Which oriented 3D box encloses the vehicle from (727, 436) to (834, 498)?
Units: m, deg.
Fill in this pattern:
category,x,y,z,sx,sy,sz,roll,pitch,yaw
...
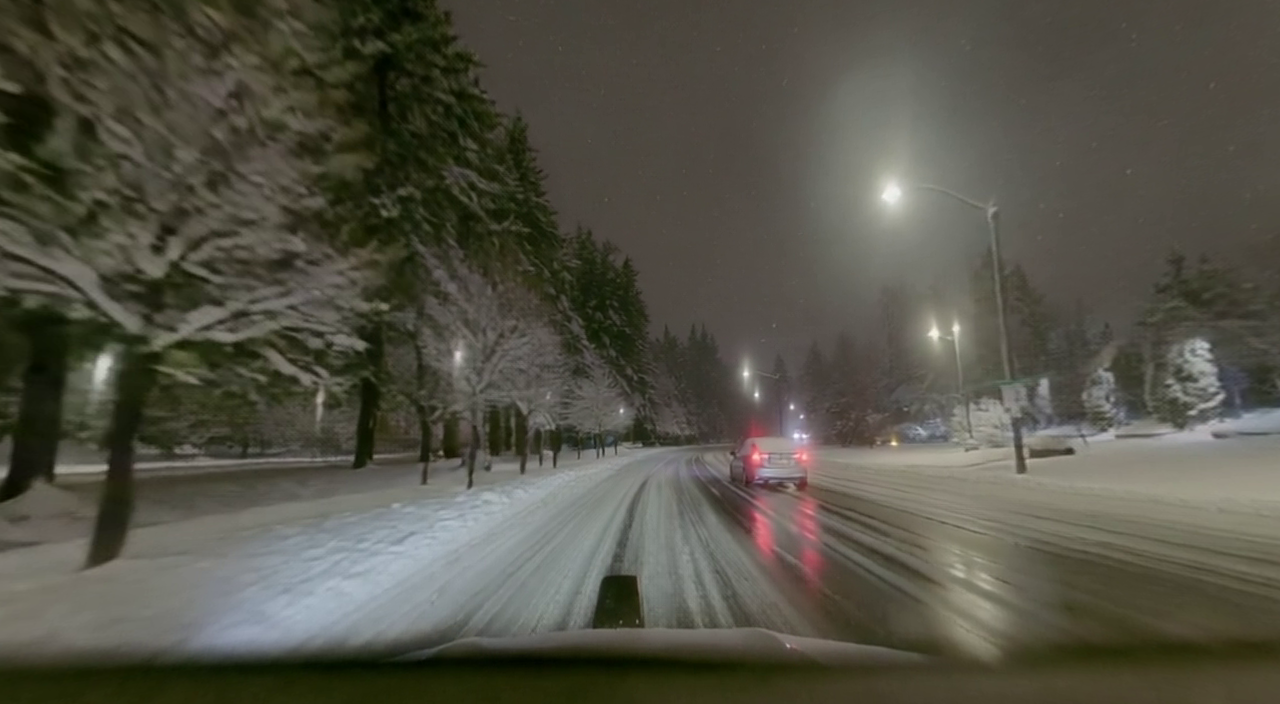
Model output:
category,x,y,z,sx,sy,sz,roll,pitch,yaw
vehicle,3.722,3.123,17.615,1.928,1.481,4.453,0,-8,0
